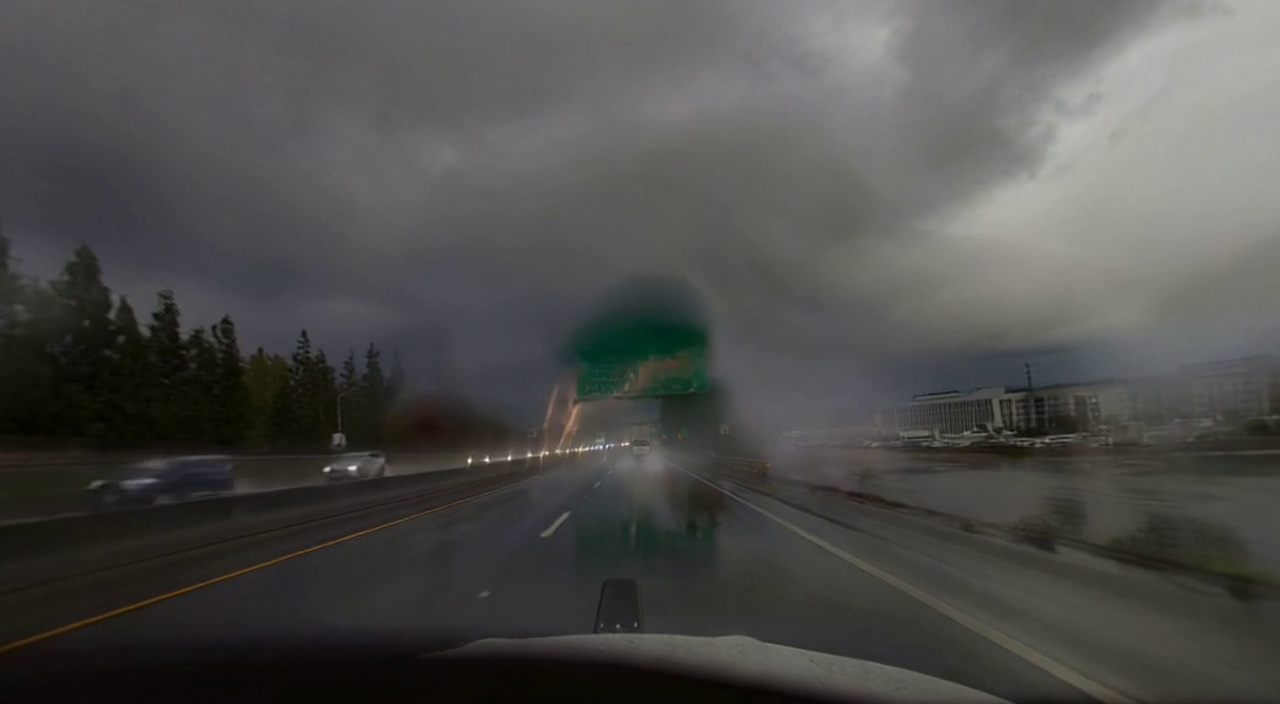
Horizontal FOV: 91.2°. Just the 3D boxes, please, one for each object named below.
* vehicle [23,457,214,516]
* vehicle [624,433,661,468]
[{"bbox_3d":[-16.055,4.106,19.731,1.909,1.525,4.800,0,-9,-1],"label":"vehicle"},{"bbox_3d":[0.206,6.432,40.972,2.268,2.122,4.595,-1,-9,1],"label":"vehicle"}]
